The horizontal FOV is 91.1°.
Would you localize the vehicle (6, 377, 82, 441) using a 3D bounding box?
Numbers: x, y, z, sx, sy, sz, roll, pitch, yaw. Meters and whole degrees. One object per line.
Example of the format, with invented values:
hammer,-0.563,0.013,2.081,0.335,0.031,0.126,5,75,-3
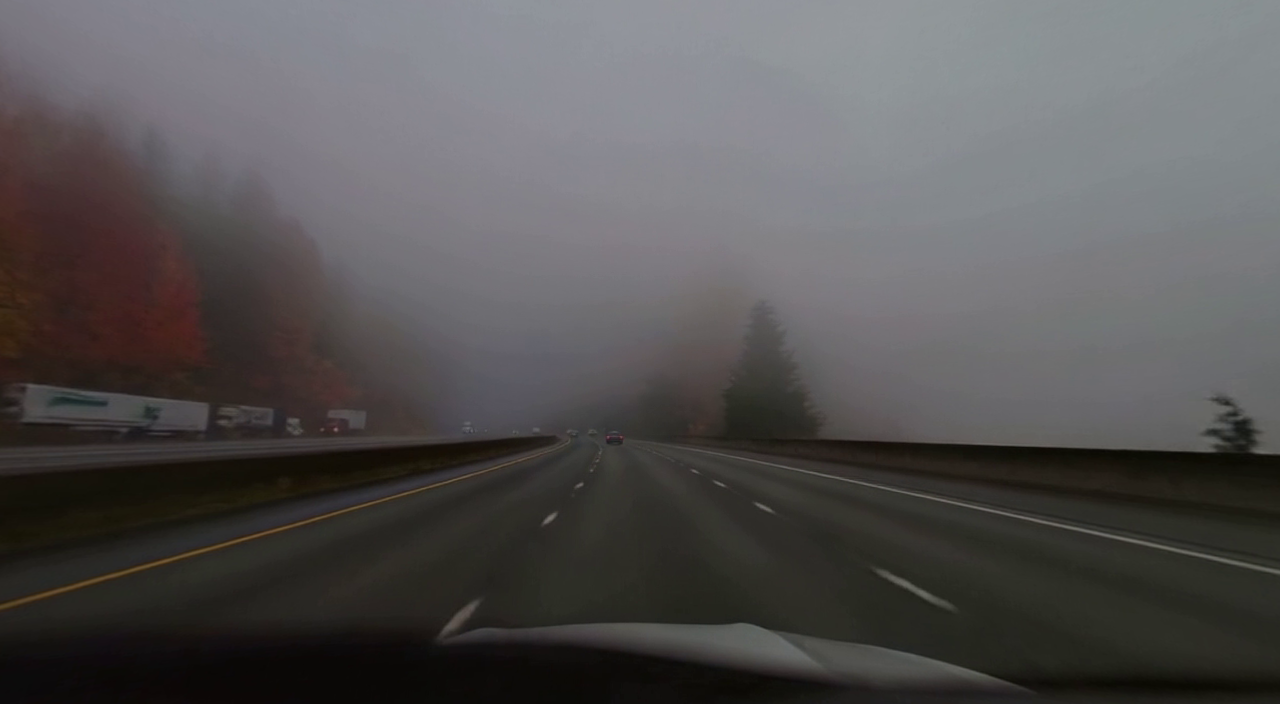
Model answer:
vehicle,-43.768,4.051,46.064,6.538,4.314,3.494,-3,-5,44
